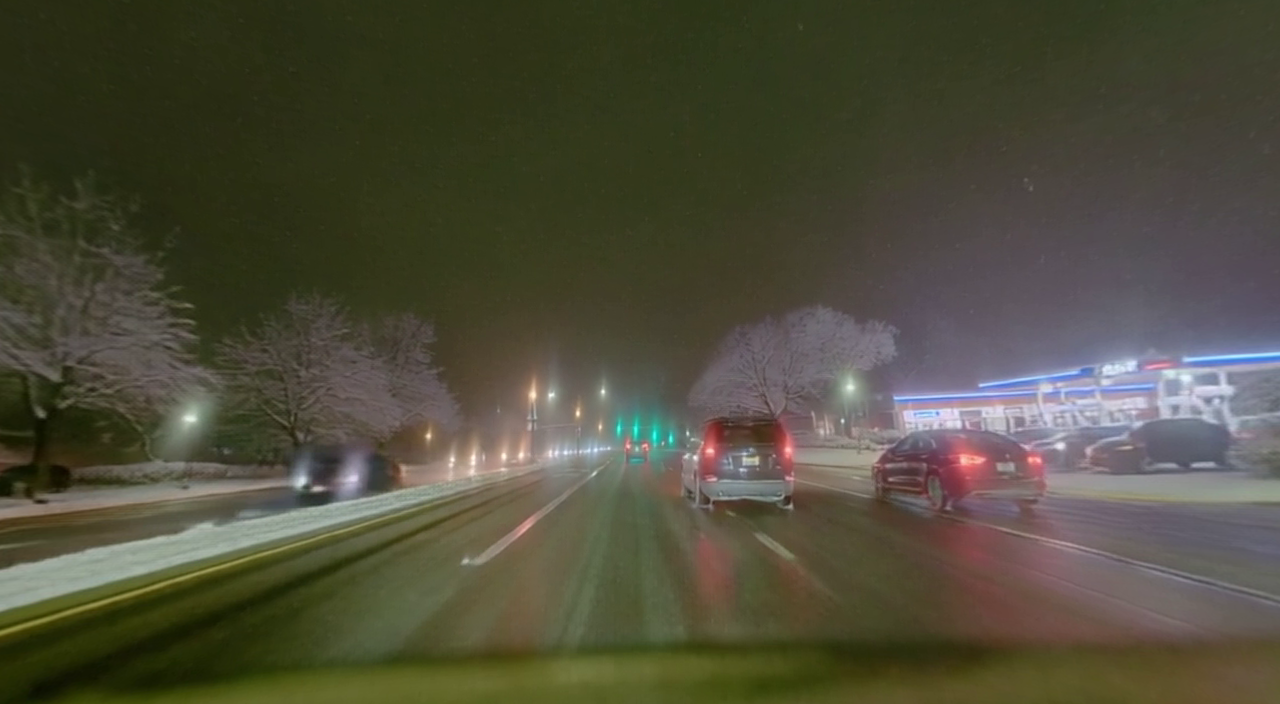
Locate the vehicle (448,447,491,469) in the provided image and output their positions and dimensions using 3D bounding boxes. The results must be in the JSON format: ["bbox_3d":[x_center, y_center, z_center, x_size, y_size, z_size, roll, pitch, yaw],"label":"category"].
[{"bbox_3d":[-12.348,7.675,46.013,1.868,1.496,4.390,0,-8,0],"label":"vehicle"}]

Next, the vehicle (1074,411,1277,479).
[{"bbox_3d":[17.591,3.126,21.253,2.125,1.875,5.224,-3,-8,-1],"label":"vehicle"}]

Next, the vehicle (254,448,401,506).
[{"bbox_3d":[-9.085,3.630,18.930,1.978,1.470,4.711,0,-8,0],"label":"vehicle"}]

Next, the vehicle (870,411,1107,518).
[{"bbox_3d":[6.660,2.210,12.884,2.025,1.765,4.729,0,-8,-1],"label":"vehicle"}]

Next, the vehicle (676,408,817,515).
[{"bbox_3d":[2.086,2.337,13.969,2.038,1.917,4.900,0,-8,-3],"label":"vehicle"}]

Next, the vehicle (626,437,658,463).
[{"bbox_3d":[0.111,6.837,44.255,2.101,1.707,3.904,0,-8,-1],"label":"vehicle"}]

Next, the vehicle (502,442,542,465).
[{"bbox_3d":[-8.988,7.745,48.447,2.044,1.695,4.503,0,-8,2],"label":"vehicle"}]

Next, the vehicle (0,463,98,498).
[{"bbox_3d":[-29.053,6.131,30.236,4.435,1.507,1.926,0,-8,1],"label":"vehicle"}]
